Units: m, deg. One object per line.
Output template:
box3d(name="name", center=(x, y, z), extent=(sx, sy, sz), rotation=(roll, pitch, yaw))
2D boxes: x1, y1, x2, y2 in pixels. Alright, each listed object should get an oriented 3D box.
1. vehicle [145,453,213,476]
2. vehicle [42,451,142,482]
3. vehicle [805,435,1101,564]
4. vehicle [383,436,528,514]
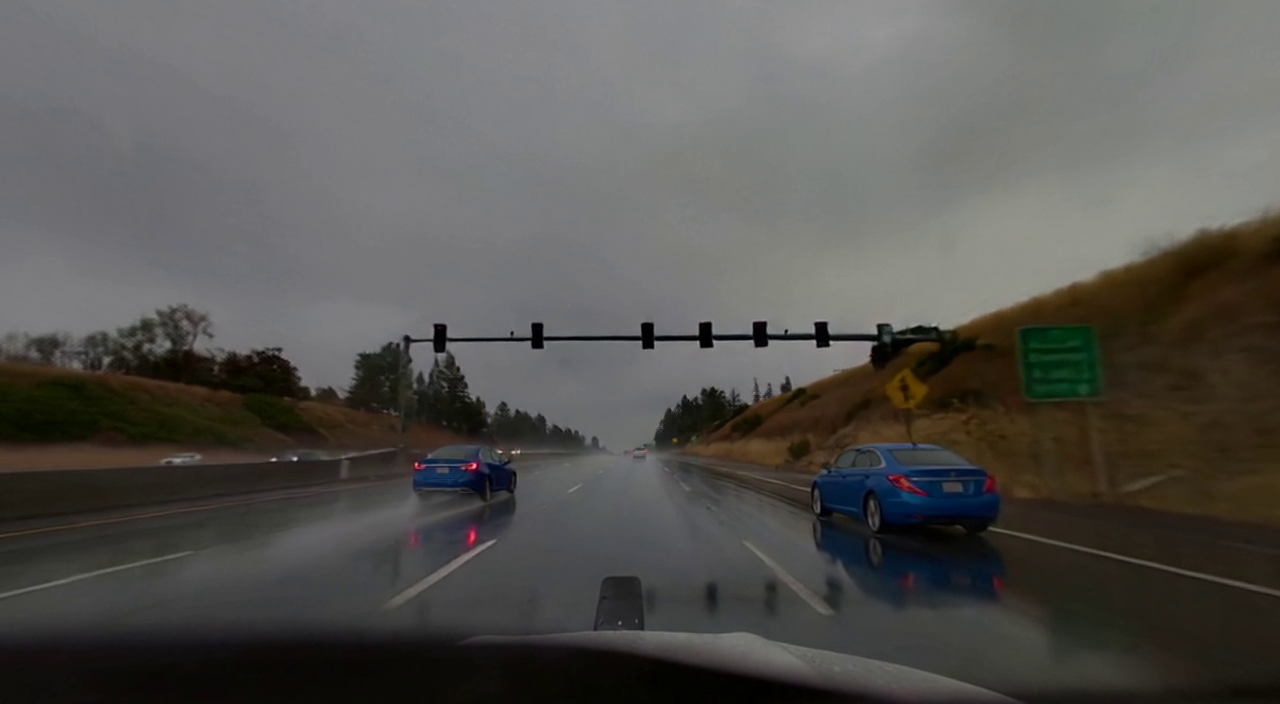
box3d(name="vehicle", center=(-36.353, 8.828, 49.755), extent=(1.917, 1.643, 4.546), rotation=(0, -9, 0))
box3d(name="vehicle", center=(-32.774, 6.820, 37.828), extent=(1.902, 1.679, 4.584), rotation=(0, -9, 0))
box3d(name="vehicle", center=(4.308, 2.086, 9.805), extent=(2.049, 1.481, 4.774), rotation=(0, -9, -2))
box3d(name="vehicle", center=(-4.032, 2.760, 14.662), extent=(1.987, 1.516, 4.478), rotation=(0, -9, 1))
